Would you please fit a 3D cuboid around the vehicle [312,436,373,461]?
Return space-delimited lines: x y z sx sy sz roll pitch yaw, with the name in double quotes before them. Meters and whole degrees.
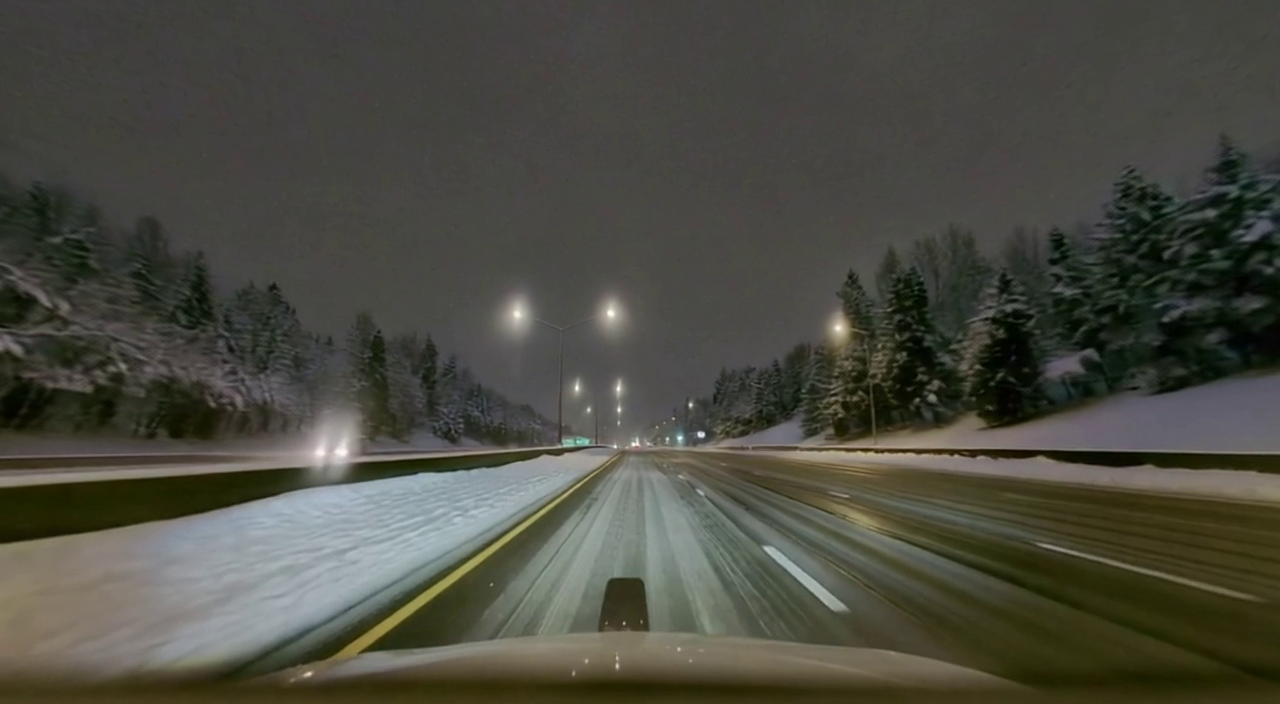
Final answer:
"vehicle" -22.128 7.185 47.116 2.215 1.729 4.730 0 -8 0
